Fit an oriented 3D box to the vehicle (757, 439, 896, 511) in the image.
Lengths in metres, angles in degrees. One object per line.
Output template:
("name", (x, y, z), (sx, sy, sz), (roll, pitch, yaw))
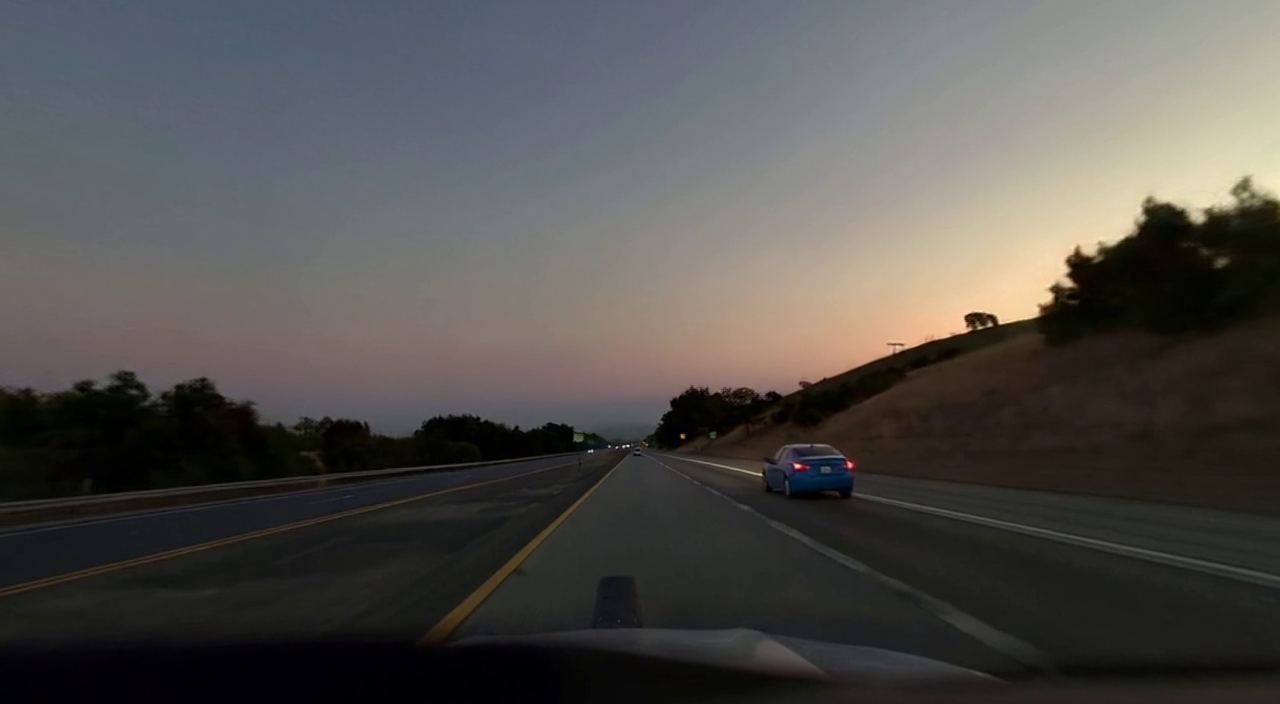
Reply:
("vehicle", (4.240, 2.871, 15.043), (1.981, 1.440, 4.125), (0, -9, -1))
